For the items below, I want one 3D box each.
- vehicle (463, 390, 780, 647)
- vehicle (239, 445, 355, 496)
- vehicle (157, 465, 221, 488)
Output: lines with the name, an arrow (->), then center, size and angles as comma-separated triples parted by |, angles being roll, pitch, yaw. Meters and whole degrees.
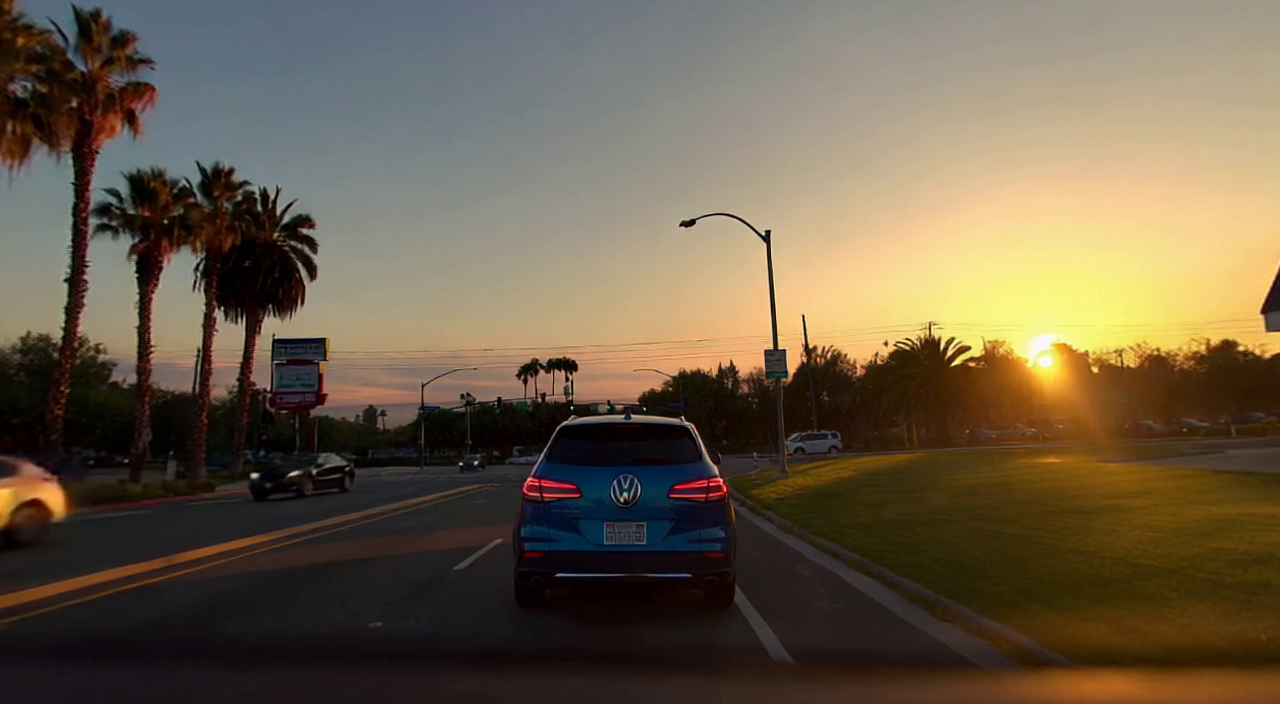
vehicle -> -0.142, 1.419, 6.326 | 2.137, 1.728, 3.926 | 0, -9, -1
vehicle -> -13.516, 4.659, 25.336 | 2.029, 1.820, 4.915 | 0, -9, -2
vehicle -> -33.441, 9.217, 46.936 | 1.792, 1.439, 3.952 | 0, -9, 1
